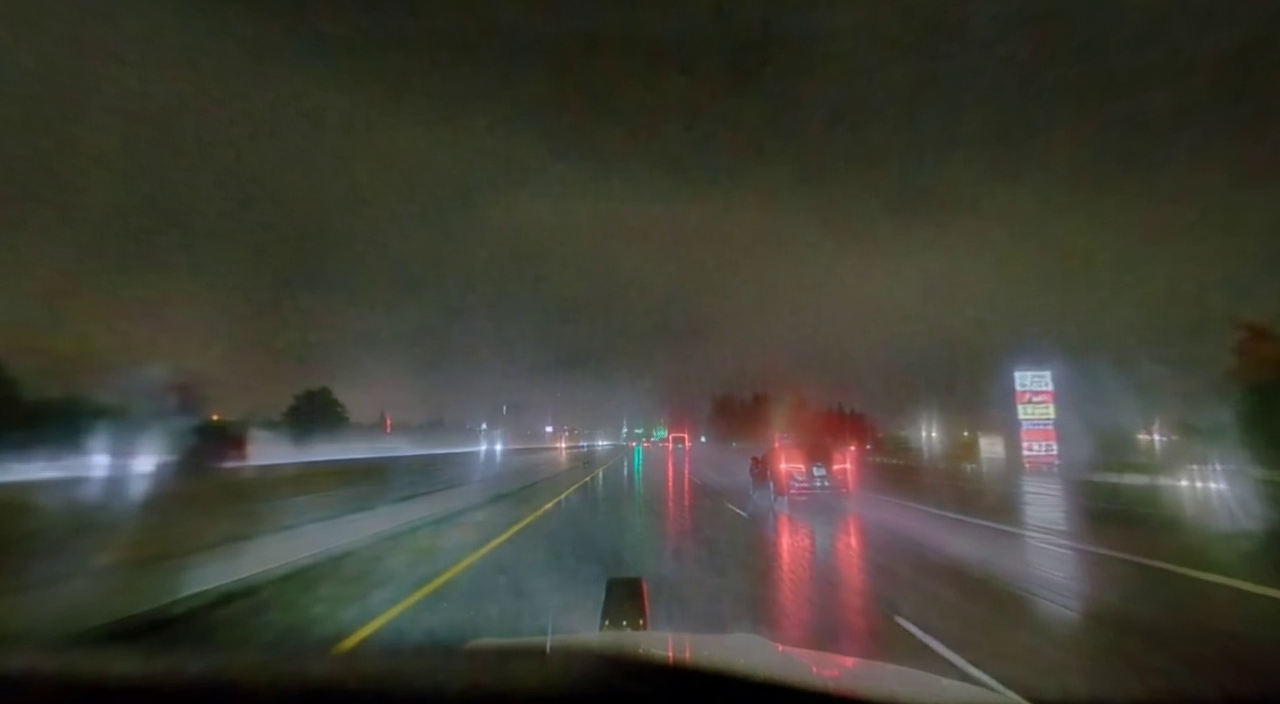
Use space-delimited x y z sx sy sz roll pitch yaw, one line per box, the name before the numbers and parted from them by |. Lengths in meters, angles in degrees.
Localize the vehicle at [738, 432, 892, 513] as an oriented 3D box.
vehicle | 3.587 2.560 13.943 2.091 1.482 4.522 0 -8 0
